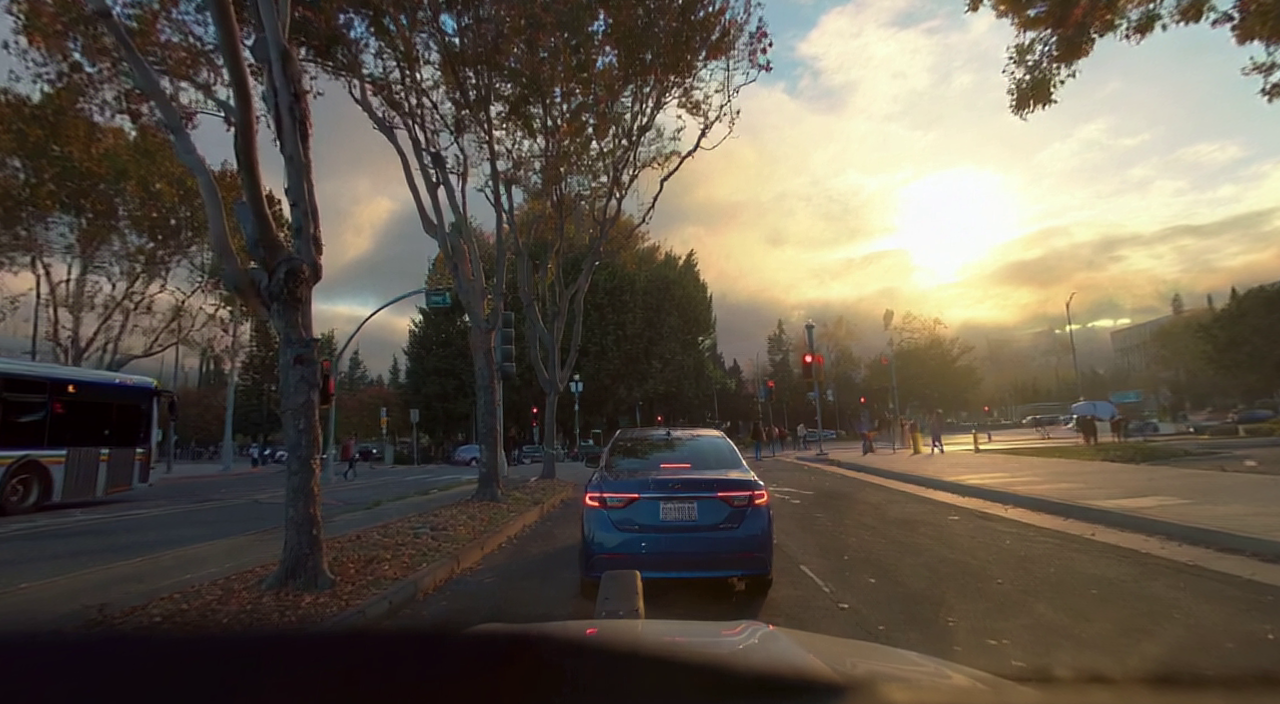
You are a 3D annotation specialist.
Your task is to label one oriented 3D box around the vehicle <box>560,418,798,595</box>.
[{"bbox_3d":[0.371,1.612,7.393,2.035,1.499,3.799,0,-8,1],"label":"vehicle"}]
